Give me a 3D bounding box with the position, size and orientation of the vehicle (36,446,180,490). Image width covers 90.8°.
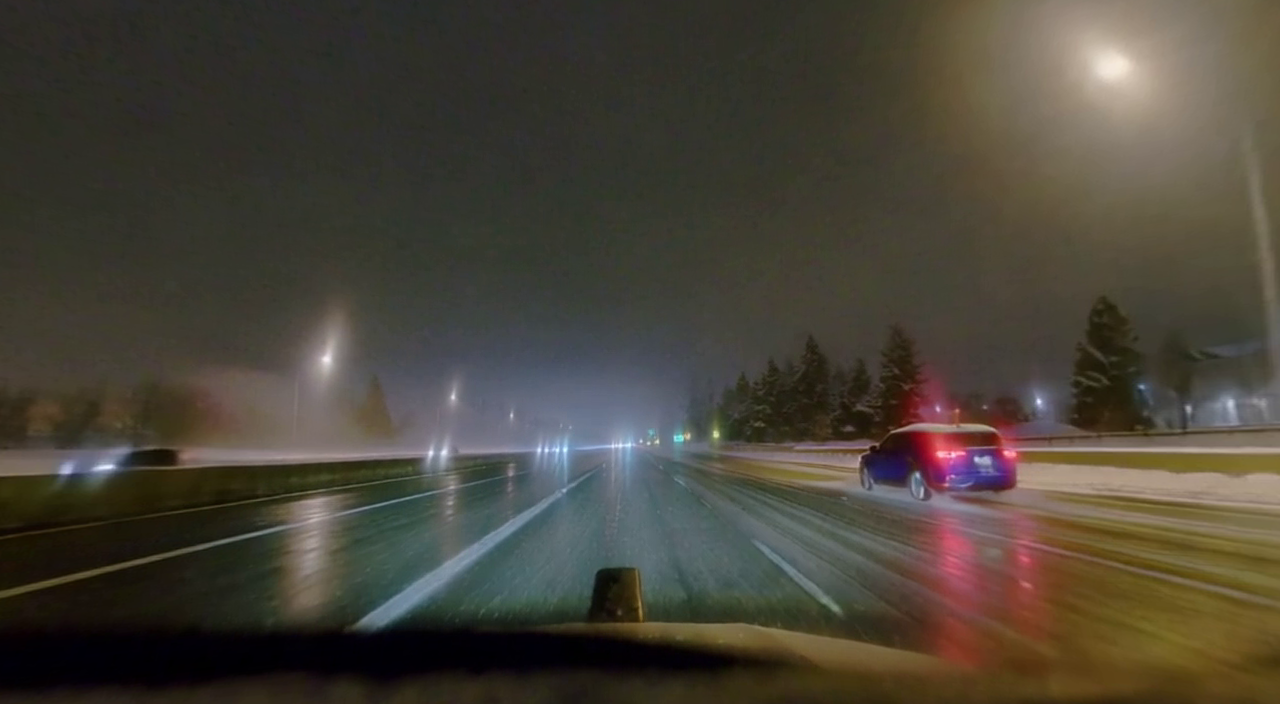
[{"bbox_3d":[-25.964,5.621,31.197,2.307,1.950,5.571,0,-8,-1],"label":"vehicle"}]

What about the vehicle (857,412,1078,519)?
[{"bbox_3d":[6.705,2.387,13.735,2.222,1.899,4.595,0,-8,-1],"label":"vehicle"}]
